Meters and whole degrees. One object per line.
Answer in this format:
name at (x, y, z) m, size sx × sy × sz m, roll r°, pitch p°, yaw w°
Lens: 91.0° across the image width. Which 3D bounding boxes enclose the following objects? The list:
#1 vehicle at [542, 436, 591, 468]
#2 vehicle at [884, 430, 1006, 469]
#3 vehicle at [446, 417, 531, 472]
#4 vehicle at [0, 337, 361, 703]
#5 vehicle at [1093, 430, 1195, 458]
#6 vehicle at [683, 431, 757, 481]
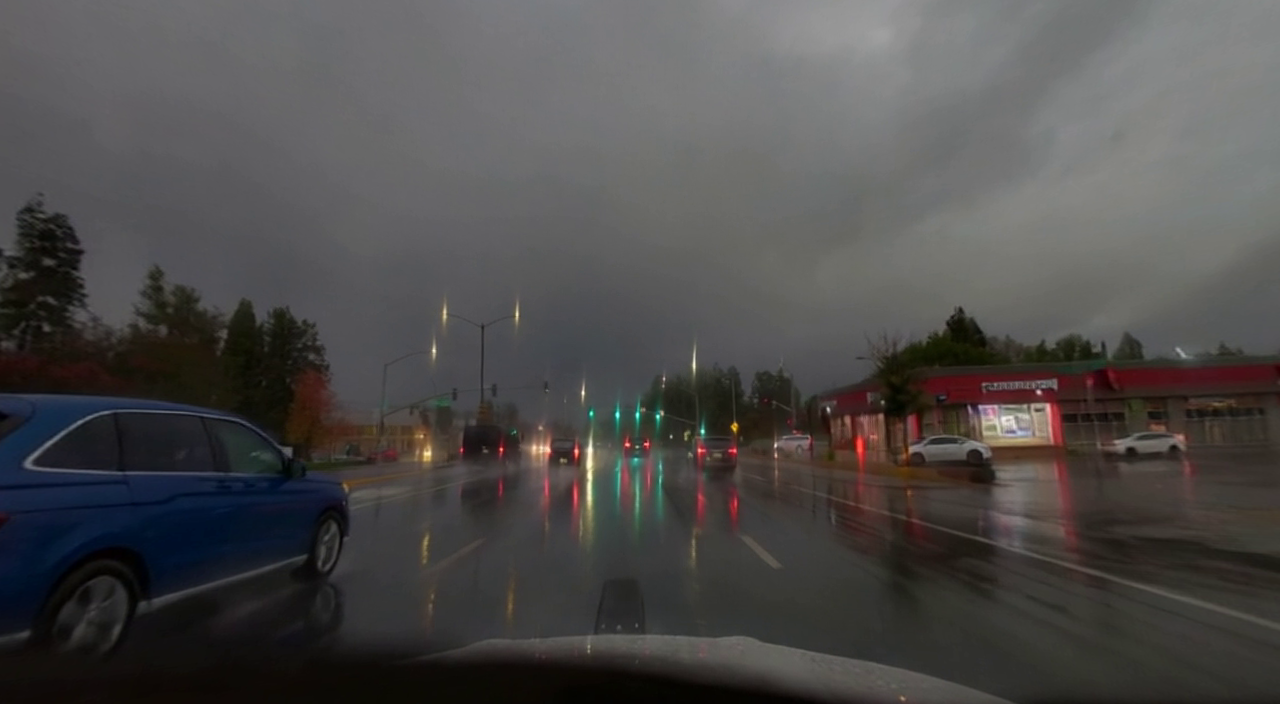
vehicle at (-4.037, 5.612, 35.506) m, size 2.133 × 1.677 × 4.727 m, roll 0°, pitch -8°, yaw 1°
vehicle at (14.422, 4.635, 30.007) m, size 4.626 × 1.562 × 2.159 m, roll -2°, pitch -8°, yaw -2°
vehicle at (-7.645, 4.811, 32.727) m, size 2.863 × 2.592 × 6.410 m, roll 0°, pitch -8°, yaw -1°
vehicle at (-3.884, 1.035, 4.252) m, size 2.038 × 1.748 × 4.303 m, roll 0°, pitch -9°, yaw -1°
vehicle at (27.757, 5.104, 34.874) m, size 1.768 × 1.460 × 4.677 m, roll 0°, pitch -9°, yaw 0°
vehicle at (3.100, 4.164, 25.494) m, size 2.167 × 1.792 × 4.835 m, roll 0°, pitch -9°, yaw -2°
